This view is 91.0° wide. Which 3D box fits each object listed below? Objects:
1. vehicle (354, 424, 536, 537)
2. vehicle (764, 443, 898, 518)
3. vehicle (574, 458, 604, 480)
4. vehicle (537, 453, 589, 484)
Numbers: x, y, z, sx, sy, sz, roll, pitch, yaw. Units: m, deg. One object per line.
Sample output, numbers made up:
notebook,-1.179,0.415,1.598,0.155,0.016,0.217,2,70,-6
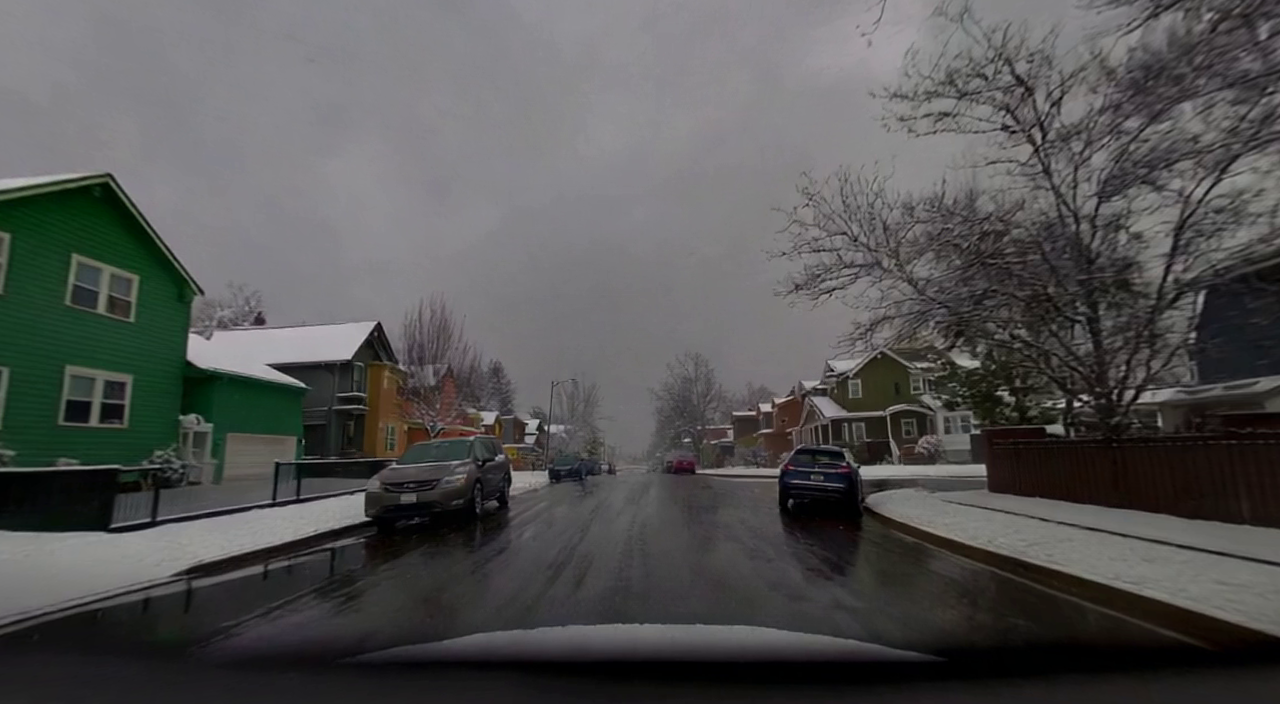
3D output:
vehicle,-3.983,2.629,14.201,2.131,1.851,5.650,0,-5,2
vehicle,4.875,3.035,15.574,2.139,1.533,4.676,-5,-10,29
vehicle,-3.835,8.879,48.074,2.020,1.470,5.300,0,-9,-3
vehicle,-4.003,6.141,33.390,2.080,1.471,4.638,1,-10,1
